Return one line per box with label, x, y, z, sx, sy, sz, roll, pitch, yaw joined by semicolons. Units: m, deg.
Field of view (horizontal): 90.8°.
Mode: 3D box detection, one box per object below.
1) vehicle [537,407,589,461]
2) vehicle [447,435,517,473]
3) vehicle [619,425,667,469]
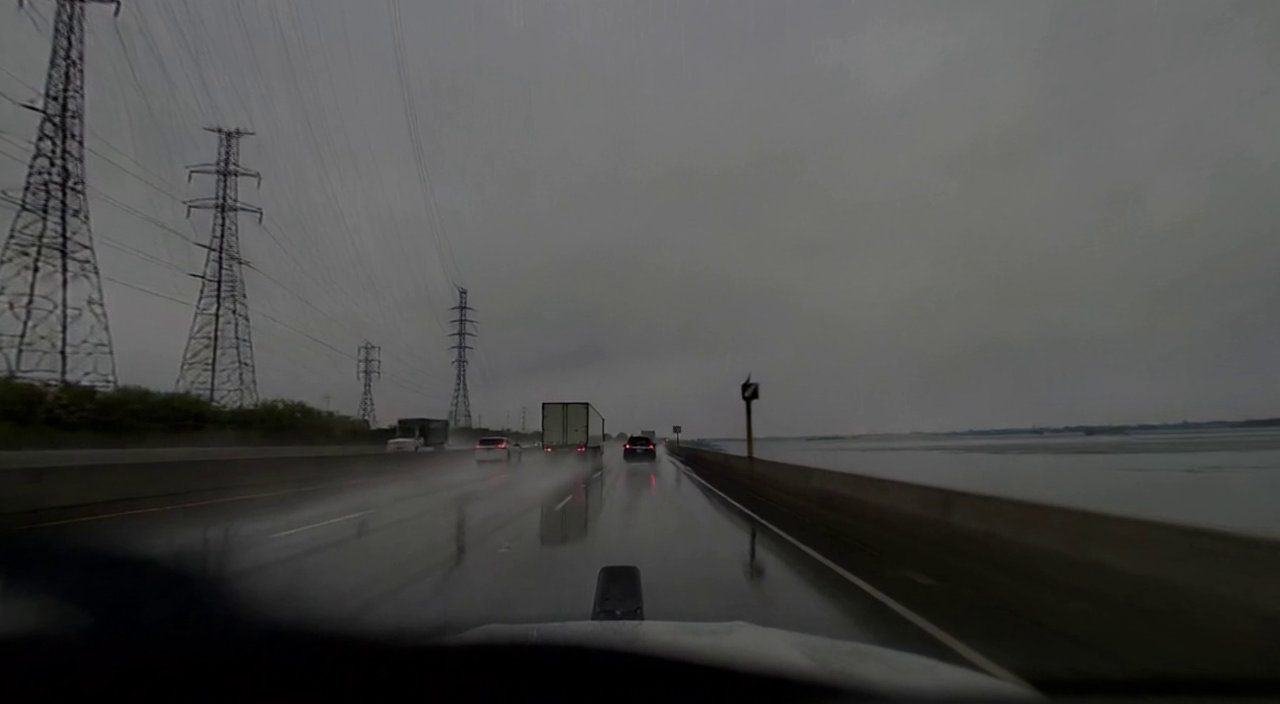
vehicle;-3.726;4.013;30.905;2.178;2.522;2.054;0;-9;1
vehicle;-7.064;4.621;28.760;2.004;1.545;4.513;0;-9;1
vehicle;0.159;5.065;33.760;2.358;2.144;4.713;0;-9;0
